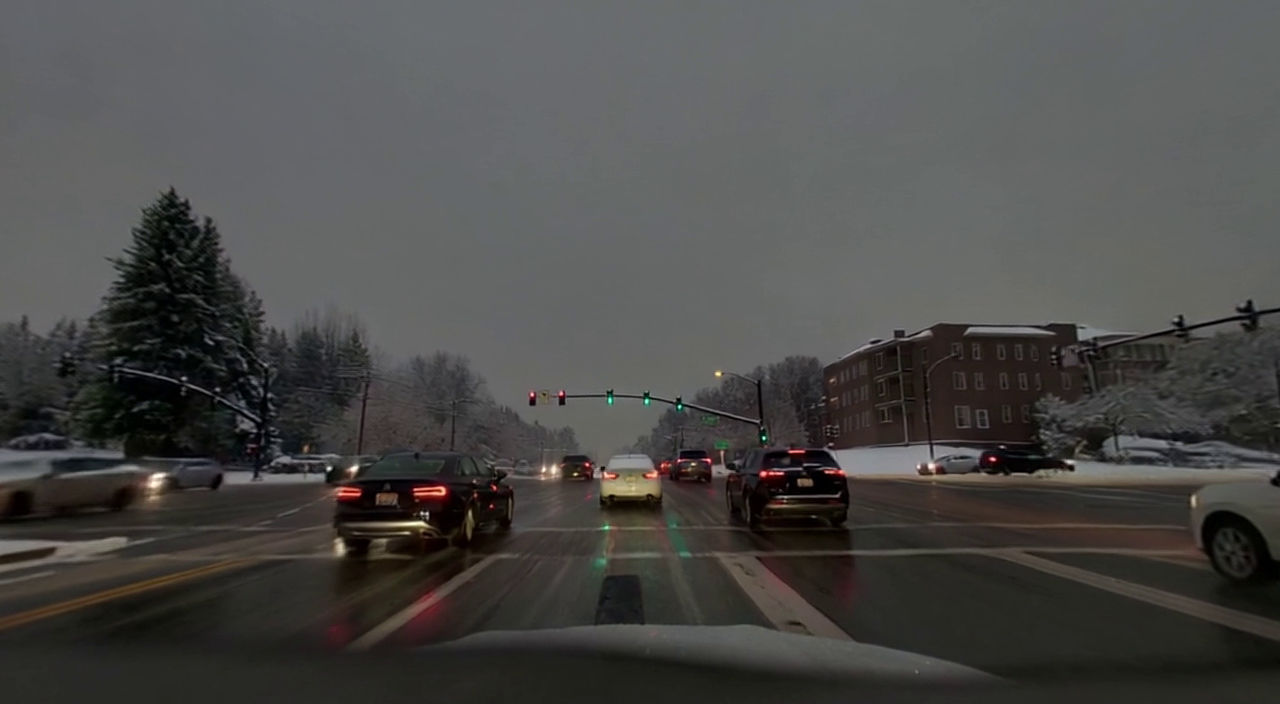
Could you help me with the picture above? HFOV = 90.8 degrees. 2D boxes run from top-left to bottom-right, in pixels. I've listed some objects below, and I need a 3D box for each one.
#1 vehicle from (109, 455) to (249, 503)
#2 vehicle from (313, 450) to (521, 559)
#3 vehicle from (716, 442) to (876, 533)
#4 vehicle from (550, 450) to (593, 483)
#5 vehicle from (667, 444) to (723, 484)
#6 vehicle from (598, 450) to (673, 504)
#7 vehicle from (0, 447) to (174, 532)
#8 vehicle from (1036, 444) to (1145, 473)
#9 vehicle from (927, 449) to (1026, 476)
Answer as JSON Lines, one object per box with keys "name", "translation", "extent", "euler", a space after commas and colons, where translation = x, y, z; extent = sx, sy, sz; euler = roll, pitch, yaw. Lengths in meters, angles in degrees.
{"name": "vehicle", "translation": [-17.982, 4.937, 24.996], "extent": [2.004, 1.600, 4.668], "euler": [0, -8, 0]}
{"name": "vehicle", "translation": [-3.549, 2.493, 11.133], "extent": [2.045, 1.463, 4.490], "euler": [0, -8, 0]}
{"name": "vehicle", "translation": [3.047, 2.746, 13.579], "extent": [1.996, 1.566, 4.917], "euler": [0, -8, -2]}
{"name": "vehicle", "translation": [-3.869, 6.548, 36.426], "extent": [2.033, 1.714, 4.278], "euler": [0, -8, 0]}
{"name": "vehicle", "translation": [2.569, 5.388, 30.732], "extent": [2.138, 1.778, 4.422], "euler": [0, -8, -2]}
{"name": "vehicle", "translation": [-0.193, 3.813, 19.777], "extent": [2.098, 1.461, 3.958], "euler": [0, -8, -2]}
{"name": "vehicle", "translation": [-14.502, 3.299, 15.831], "extent": [2.126, 1.785, 4.534], "euler": [0, -8, 0]}
{"name": "vehicle", "translation": [23.698, 5.611, 33.326], "extent": [4.255, 1.465, 1.936], "euler": [0, -9, -3]}
{"name": "vehicle", "translation": [19.313, 6.329, 36.412], "extent": [4.620, 1.446, 1.950], "euler": [0, -9, -3]}
